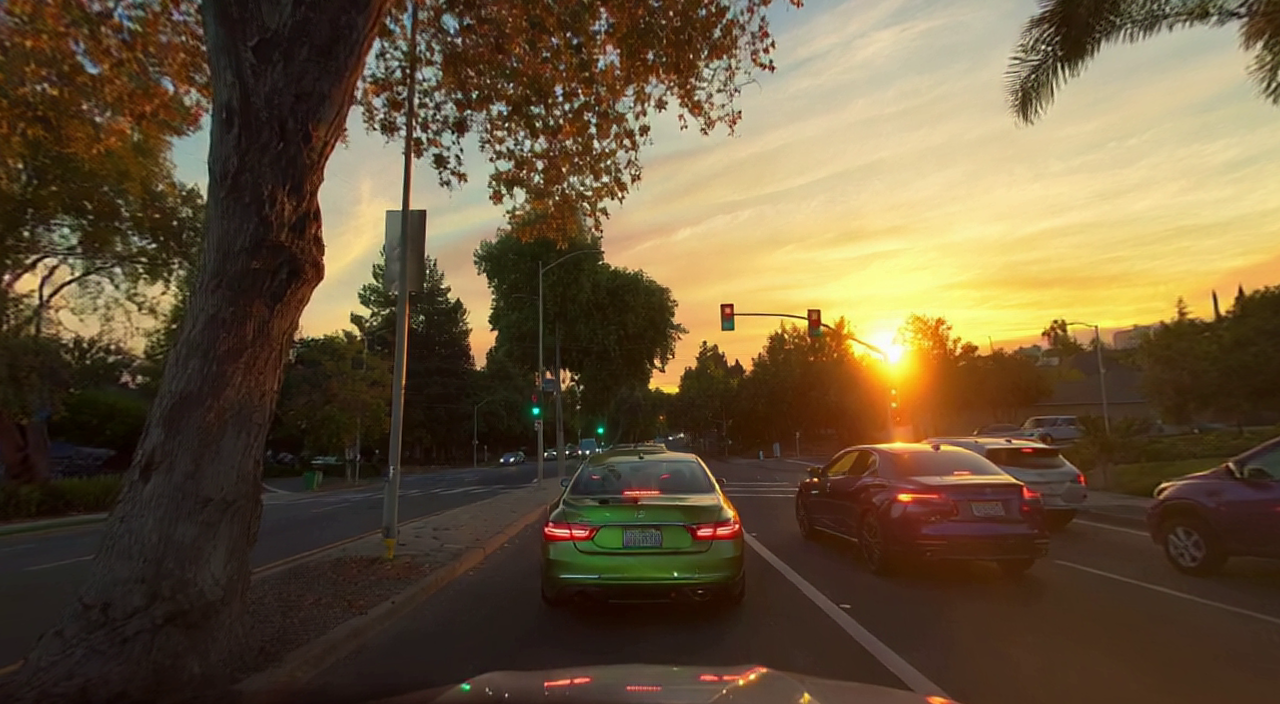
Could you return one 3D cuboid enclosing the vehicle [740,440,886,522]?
[{"bbox_3d":[3.525,2.720,13.820,1.934,1.494,4.446,0,-9,0],"label":"vehicle"}]

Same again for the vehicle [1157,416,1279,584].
[{"bbox_3d":[6.939,1.336,5.568,1.783,1.572,3.421,0,-9,1],"label":"vehicle"}]

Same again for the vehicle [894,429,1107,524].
[{"bbox_3d":[7.020,2.463,12.901,1.923,1.611,4.094,0,-9,0],"label":"vehicle"}]

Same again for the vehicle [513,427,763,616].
[{"bbox_3d":[0.008,1.678,7.102,2.015,1.502,3.898,0,-9,1],"label":"vehicle"}]
